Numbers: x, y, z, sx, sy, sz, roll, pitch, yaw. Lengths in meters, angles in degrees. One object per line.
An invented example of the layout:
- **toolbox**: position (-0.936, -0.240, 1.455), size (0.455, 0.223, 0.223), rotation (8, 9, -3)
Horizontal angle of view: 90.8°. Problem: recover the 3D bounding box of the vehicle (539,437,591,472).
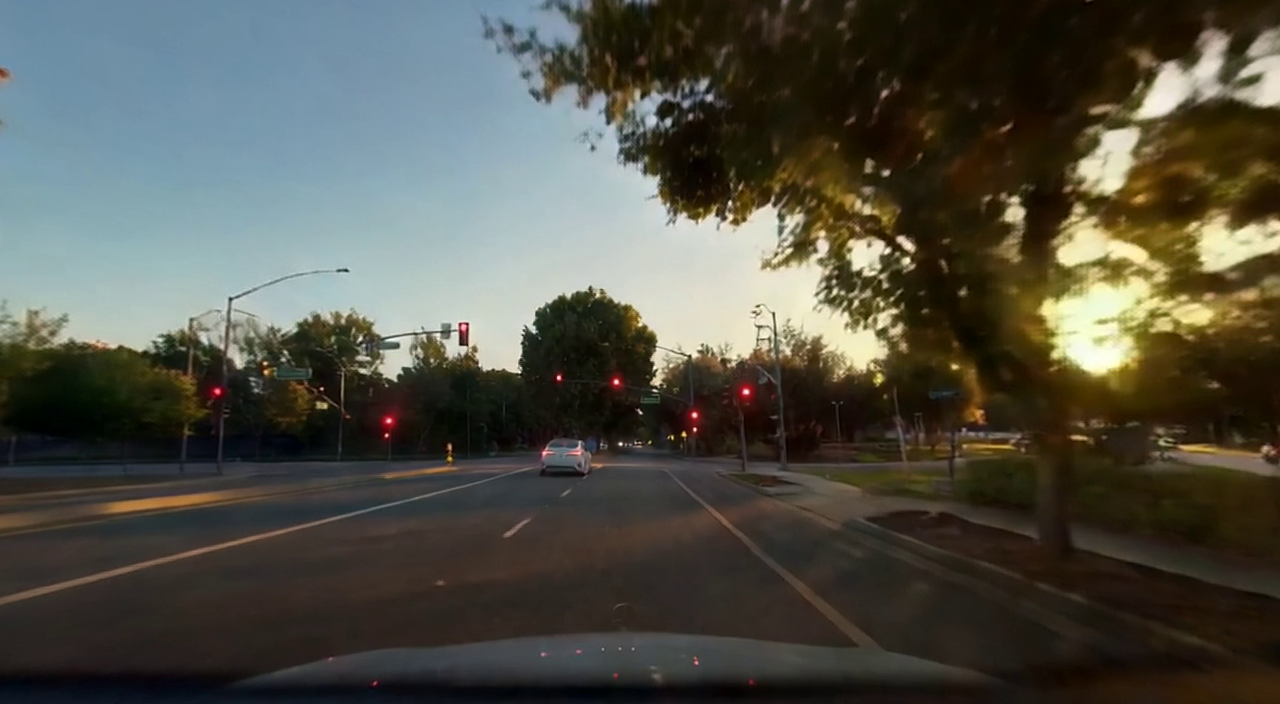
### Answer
- **vehicle**: position (-3.604, 5.041, 31.332), size (2.076, 1.599, 4.483), rotation (0, -9, -1)
